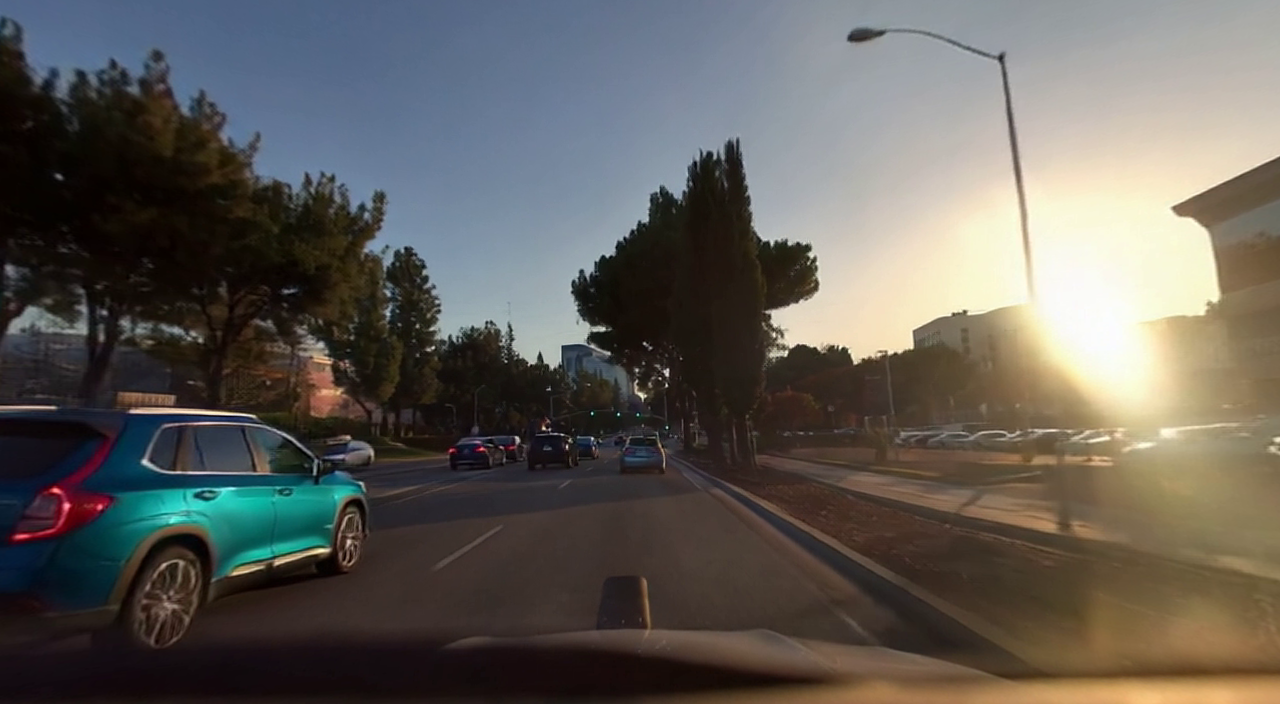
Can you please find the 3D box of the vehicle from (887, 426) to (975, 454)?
[{"bbox_3d":[17.503,5.318,37.894,4.329,1.656,1.873,0,-8,1],"label":"vehicle"}]

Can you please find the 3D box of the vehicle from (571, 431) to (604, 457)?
[{"bbox_3d":[-3.806,6.762,46.132,2.047,1.810,4.414,0,-8,0],"label":"vehicle"}]

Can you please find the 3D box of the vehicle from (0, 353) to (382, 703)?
[{"bbox_3d":[-3.802,1.104,4.533,2.070,1.641,4.152,0,-8,0],"label":"vehicle"}]

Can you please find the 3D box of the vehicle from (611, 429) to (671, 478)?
[{"bbox_3d":[0.033,3.724,23.283,2.042,1.641,4.187,0,-8,0],"label":"vehicle"}]

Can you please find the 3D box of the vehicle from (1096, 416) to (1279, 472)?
[{"bbox_3d":[17.228,2.882,19.748,4.290,1.664,1.893,0,-8,-3],"label":"vehicle"}]

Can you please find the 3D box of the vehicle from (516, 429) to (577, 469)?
[{"bbox_3d":[-4.255,4.516,29.244,2.113,1.713,4.422,0,-8,0],"label":"vehicle"}]

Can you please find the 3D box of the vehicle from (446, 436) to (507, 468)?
[{"bbox_3d":[-8.121,4.996,31.600,1.926,1.463,4.450,0,-8,-1],"label":"vehicle"}]
